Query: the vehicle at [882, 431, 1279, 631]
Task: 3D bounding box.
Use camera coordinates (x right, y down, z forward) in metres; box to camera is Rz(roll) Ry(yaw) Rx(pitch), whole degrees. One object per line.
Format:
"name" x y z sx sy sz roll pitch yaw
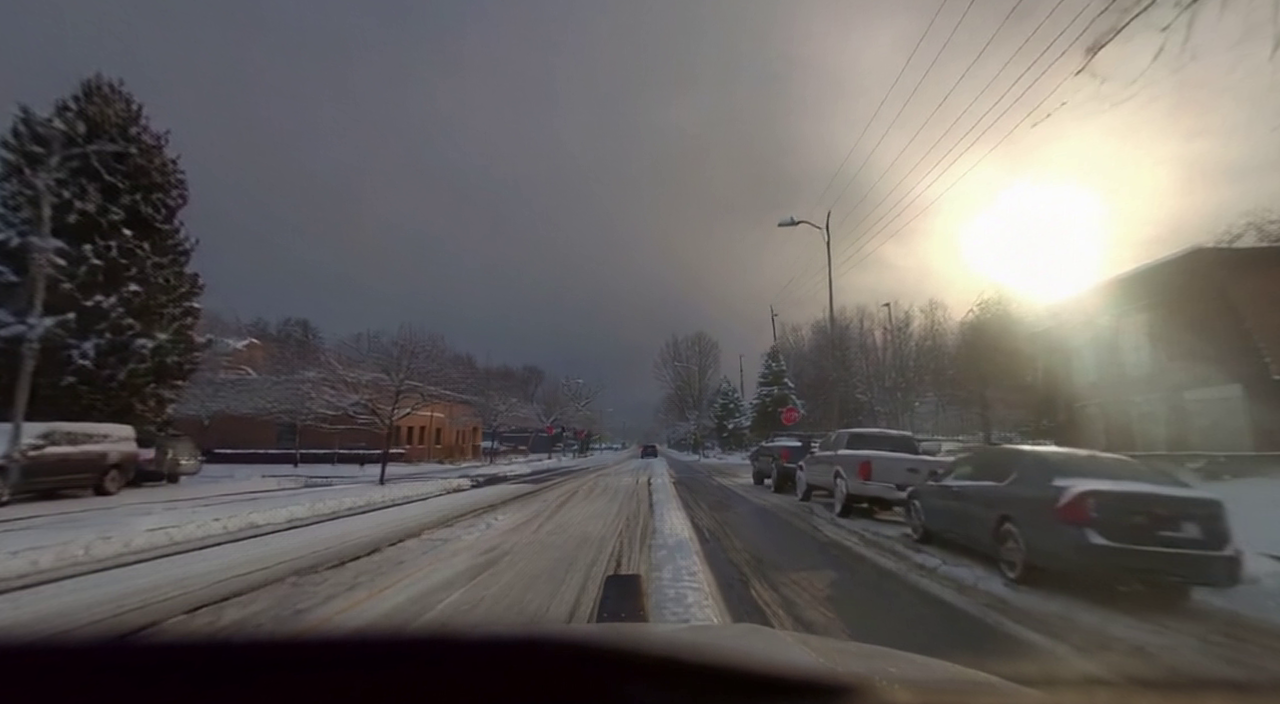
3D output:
"vehicle" 4.417 1.677 6.959 1.801 1.491 4.308 0 -8 1

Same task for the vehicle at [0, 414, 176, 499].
"vehicle" -15.860 2.708 16.460 5.525 2.057 2.256 0 -8 1

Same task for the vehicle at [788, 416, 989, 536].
"vehicle" 4.394 2.263 12.067 2.041 1.838 4.524 0 -8 1
